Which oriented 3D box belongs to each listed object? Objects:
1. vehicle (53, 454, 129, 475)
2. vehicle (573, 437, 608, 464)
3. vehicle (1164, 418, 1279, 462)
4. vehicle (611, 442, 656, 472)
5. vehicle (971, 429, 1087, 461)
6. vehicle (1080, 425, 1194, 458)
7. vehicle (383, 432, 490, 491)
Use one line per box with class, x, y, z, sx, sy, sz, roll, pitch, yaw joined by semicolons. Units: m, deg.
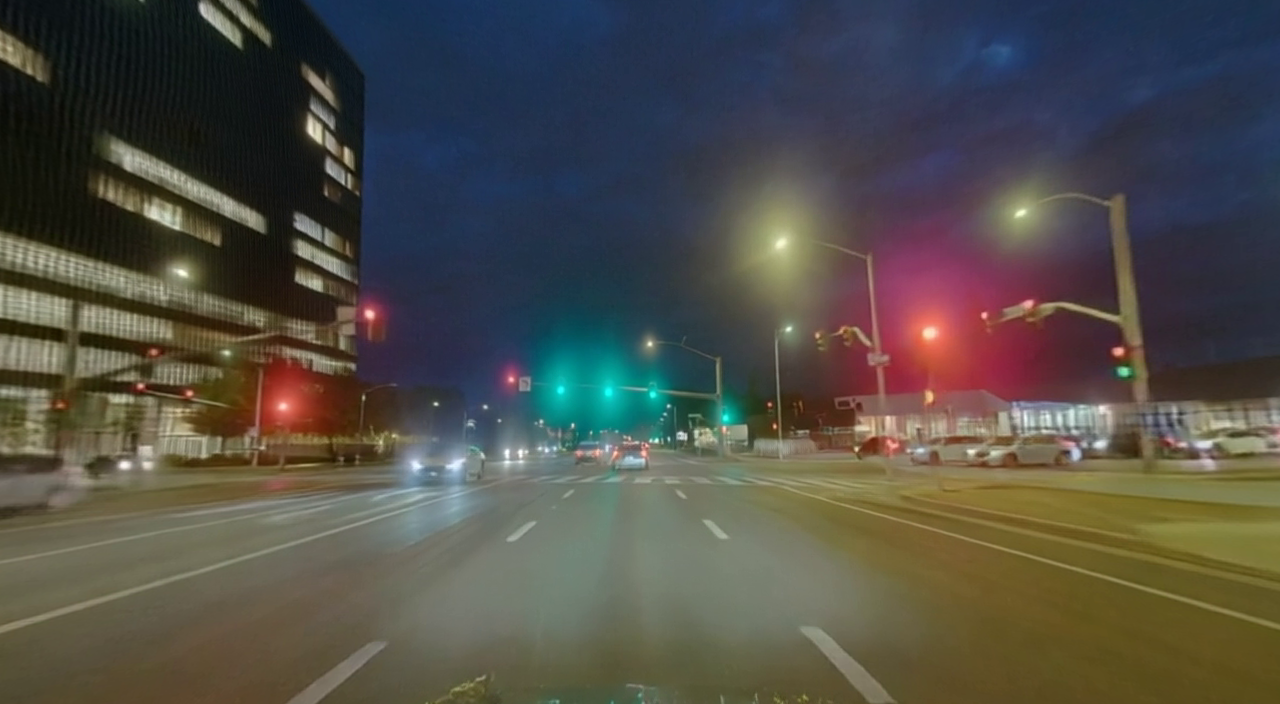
vehicle;-41.468;8.497;47.696;4.723;1.482;1.954;-3;-10;17
vehicle;-3.419;6.940;44.580;2.001;1.784;4.483;0;-8;1
vehicle;29.271;4.211;30.480;5.696;1.795;1.856;-5;-7;15
vehicle;-0.334;5.153;31.252;2.050;1.385;4.096;0;-8;-1
vehicle;20.356;4.915;33.281;4.778;1.588;1.822;-3;-9;17
vehicle;27.234;4.932;34.805;4.424;1.713;1.887;-2;-8;16
vehicle;-6.340;3.452;20.261;1.937;1.659;4.259;0;-8;1
